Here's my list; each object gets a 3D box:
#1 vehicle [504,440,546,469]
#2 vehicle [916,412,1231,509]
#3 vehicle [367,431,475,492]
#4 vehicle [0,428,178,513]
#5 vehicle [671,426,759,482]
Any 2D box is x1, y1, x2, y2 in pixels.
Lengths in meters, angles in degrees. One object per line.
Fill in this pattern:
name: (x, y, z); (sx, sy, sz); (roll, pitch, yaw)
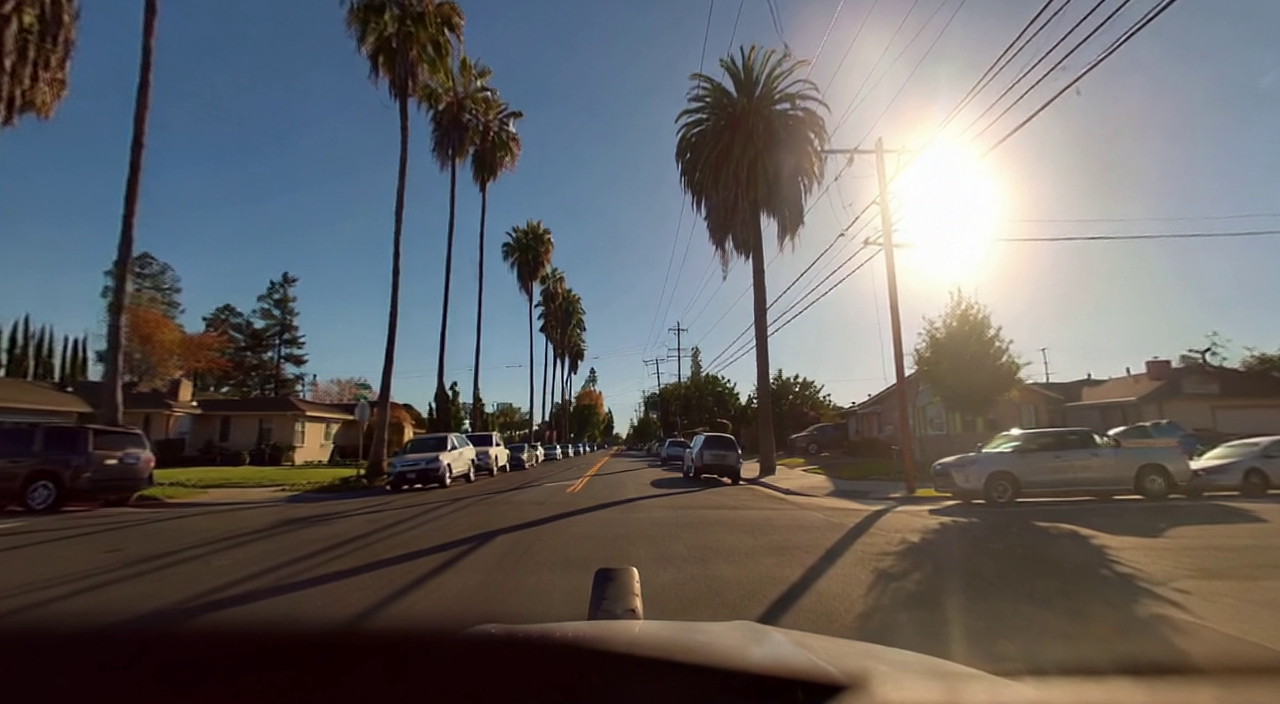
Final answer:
vehicle: (-7.922, 7.124, 43.959); (2.178, 1.865, 4.658); (0, -9, -2)
vehicle: (10.310, 2.604, 15.428); (5.971, 1.967, 2.385); (-1, -9, -4)
vehicle: (-6.958, 3.524, 20.663); (2.198, 1.724, 4.493); (1, -9, -5)
vehicle: (-14.776, 2.812, 14.874); (5.847, 1.766, 2.392); (-2, -9, -2)
vehicle: (2.698, 3.903, 24.439); (2.505, 1.895, 5.805); (0, -9, -2)
